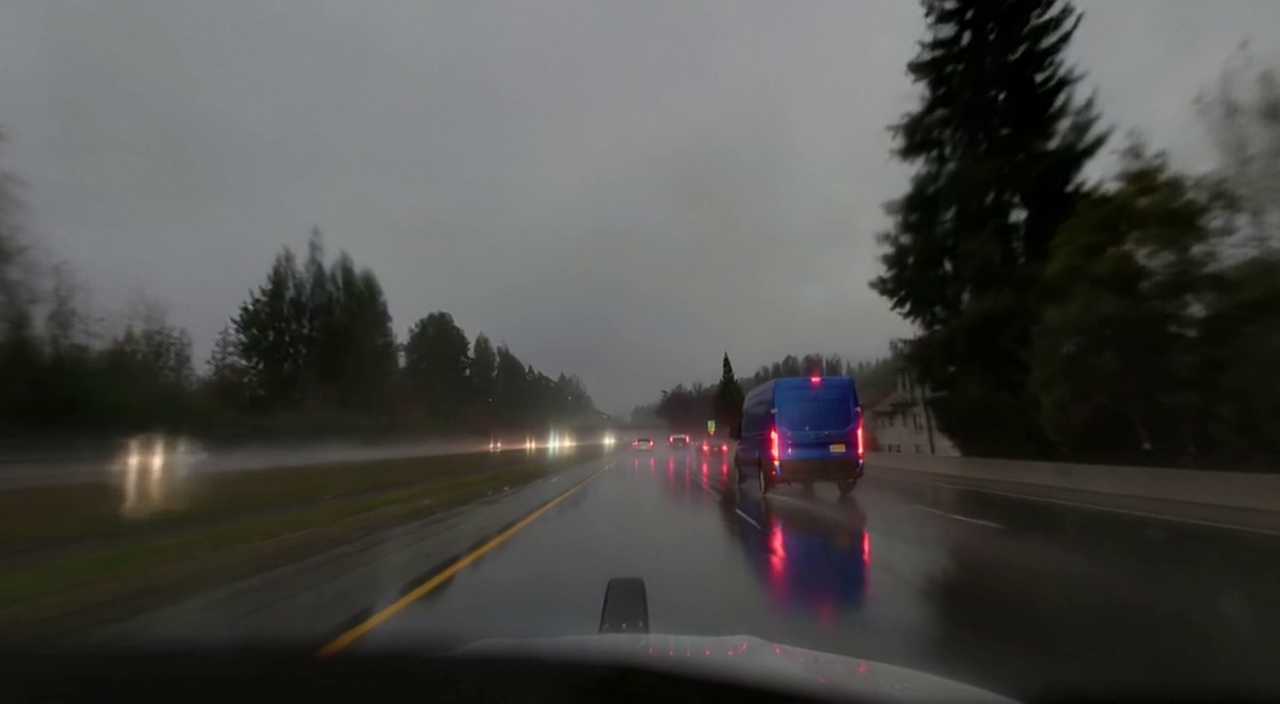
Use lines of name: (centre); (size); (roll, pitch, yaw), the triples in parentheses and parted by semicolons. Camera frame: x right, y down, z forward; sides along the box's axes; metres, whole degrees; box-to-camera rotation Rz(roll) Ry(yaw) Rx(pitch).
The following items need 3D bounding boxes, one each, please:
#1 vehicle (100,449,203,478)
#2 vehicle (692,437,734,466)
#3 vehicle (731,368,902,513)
vehicle: (-28.631, 6.517, 37.212); (2.204, 1.510, 4.806); (0, -8, 1)
vehicle: (4.411, 6.102, 38.722); (2.034, 1.651, 4.342); (0, -8, 0)
vehicle: (3.680, 2.062, 14.680); (2.302, 2.670, 5.912); (0, -8, 1)
